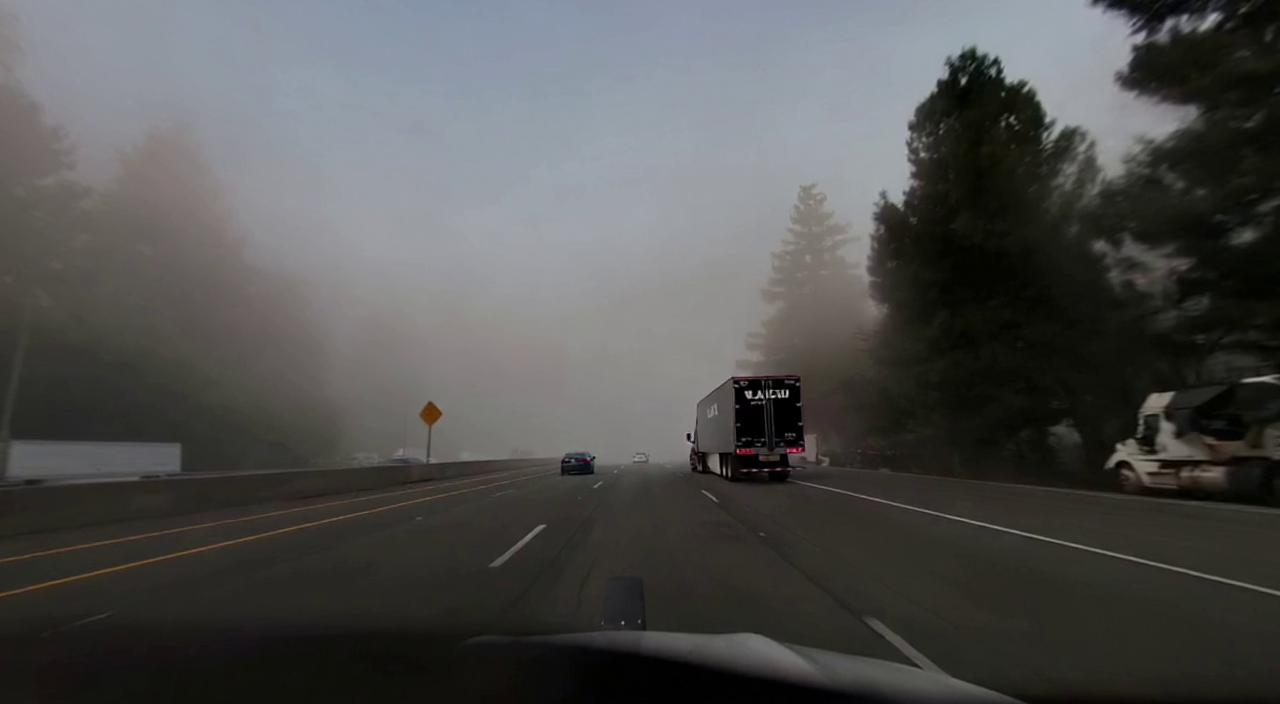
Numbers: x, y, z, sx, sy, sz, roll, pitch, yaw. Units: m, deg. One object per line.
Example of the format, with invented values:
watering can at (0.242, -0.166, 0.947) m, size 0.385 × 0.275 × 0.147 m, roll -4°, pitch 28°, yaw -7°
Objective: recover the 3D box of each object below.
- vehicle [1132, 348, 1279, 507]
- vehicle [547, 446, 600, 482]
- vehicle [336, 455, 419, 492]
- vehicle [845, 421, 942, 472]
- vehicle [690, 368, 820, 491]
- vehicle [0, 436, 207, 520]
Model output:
vehicle at (18.013, 1.493, 13.701) m, size 2.893 × 4.062 × 14.163 m, roll -3°, pitch -9°, yaw -1°
vehicle at (-3.181, 5.453, 30.969) m, size 2.107 × 1.626 × 4.804 m, roll 0°, pitch -9°, yaw -1°
vehicle at (-12.203, 5.644, 29.651) m, size 1.986 × 1.545 × 4.488 m, roll 0°, pitch -9°, yaw 0°
vehicle at (17.883, 6.834, 45.455) m, size 2.809 × 3.269 × 10.050 m, roll 0°, pitch -9°, yaw 0°
vehicle at (4.390, 3.658, 28.195) m, size 2.847 × 4.075 × 14.244 m, roll 0°, pitch -9°, yaw -1°
vehicle at (-31.799, 6.940, 35.982) m, size 3.036 × 3.943 × 15.317 m, roll 0°, pitch -9°, yaw 1°
